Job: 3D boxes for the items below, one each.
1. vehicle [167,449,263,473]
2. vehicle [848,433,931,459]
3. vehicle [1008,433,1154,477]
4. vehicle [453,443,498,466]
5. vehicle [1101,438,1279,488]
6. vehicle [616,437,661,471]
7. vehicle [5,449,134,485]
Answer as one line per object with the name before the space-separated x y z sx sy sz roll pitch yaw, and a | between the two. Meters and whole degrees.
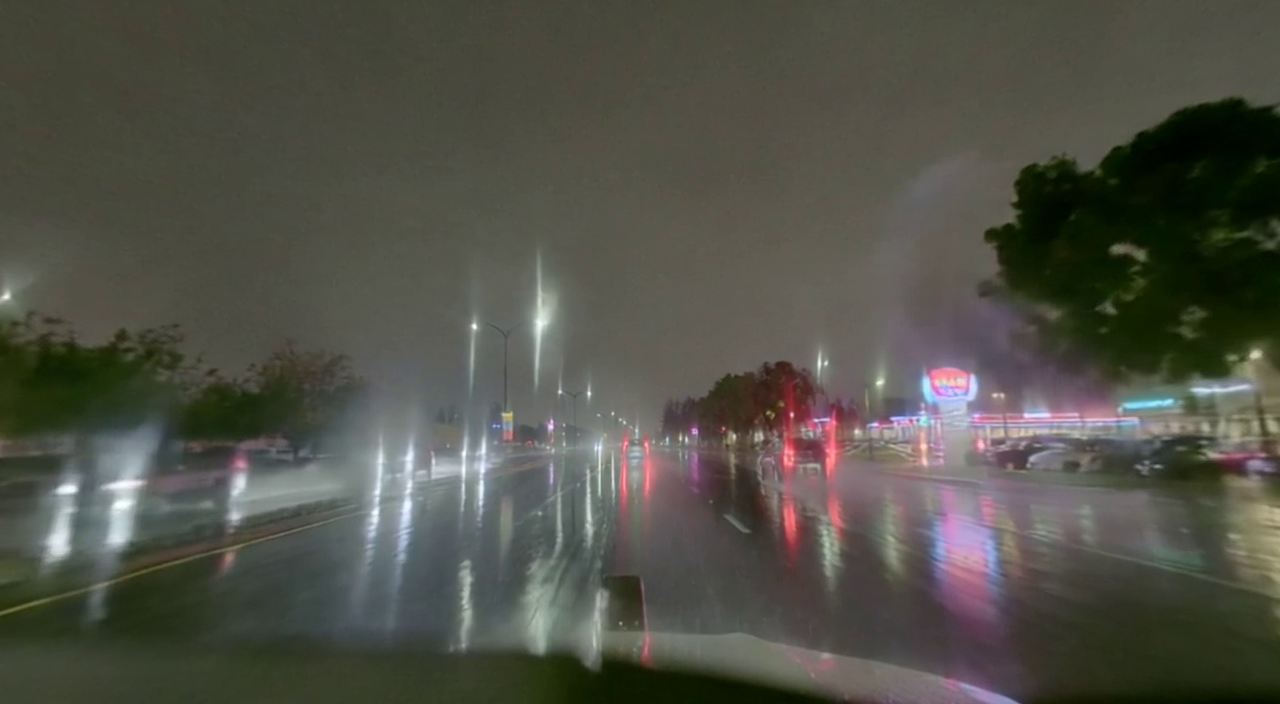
vehicle | -26.863 6.874 39.922 4.660 1.446 1.870 0 -8 -3
vehicle | 17.883 6.742 45.249 5.083 1.778 2.063 0 -9 0
vehicle | 16.286 3.843 23.623 1.949 1.458 4.865 0 -8 0
vehicle | -11.916 7.433 45.952 2.041 1.553 4.433 0 -8 0
vehicle | 16.525 3.247 18.744 1.860 1.276 4.671 0 -8 -4
vehicle | -0.097 4.806 29.795 1.998 1.452 3.773 0 -8 -1
vehicle | -27.114 5.447 30.014 4.355 1.504 1.874 -2 -9 1
